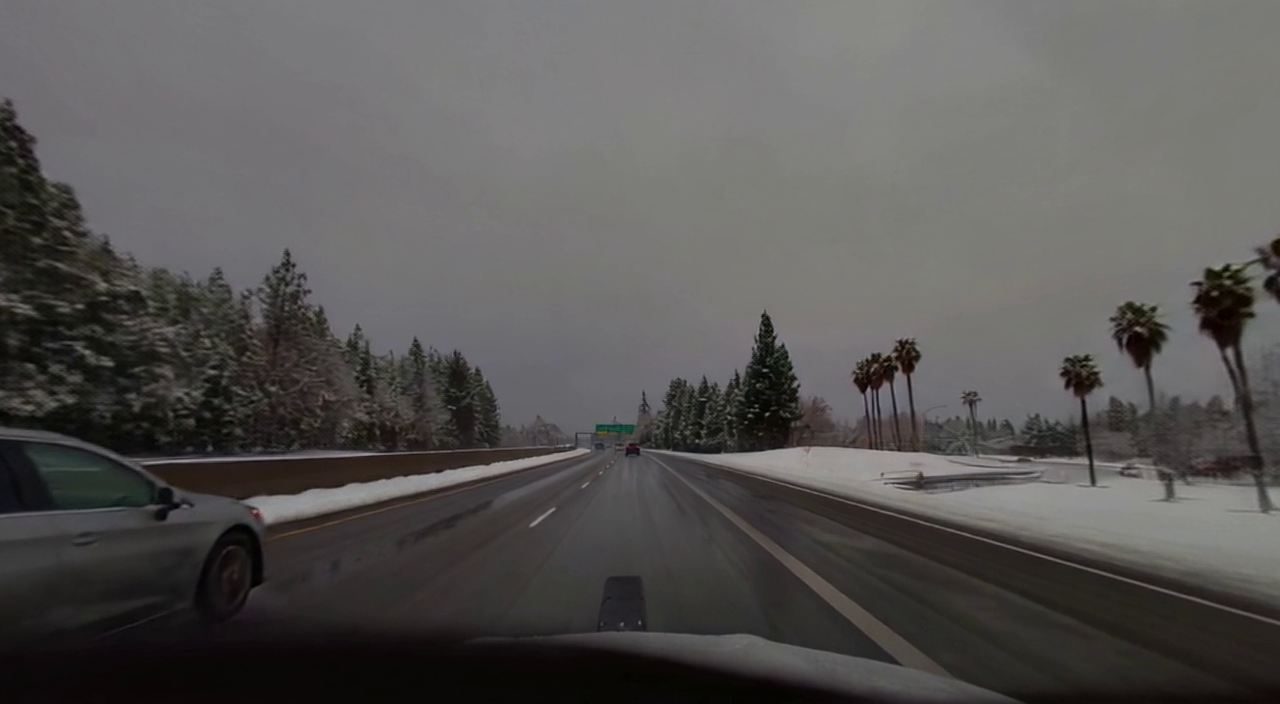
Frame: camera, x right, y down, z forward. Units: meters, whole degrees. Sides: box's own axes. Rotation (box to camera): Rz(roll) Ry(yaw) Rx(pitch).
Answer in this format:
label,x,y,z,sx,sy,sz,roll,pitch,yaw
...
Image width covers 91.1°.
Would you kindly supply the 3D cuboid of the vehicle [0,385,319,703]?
label,x,y,z,sx,sy,sz,roll,pitch,yaw
vehicle,-3.836,0.967,2.945,2.092,1.562,4.748,0,-8,1
